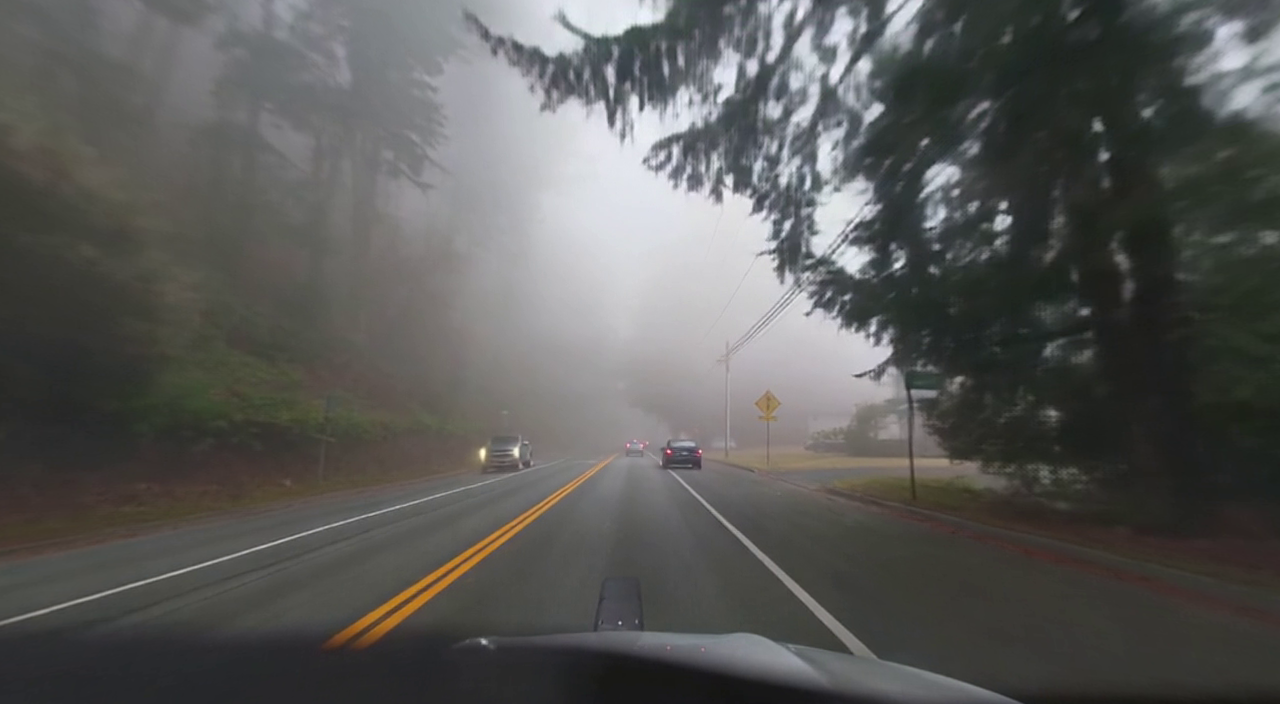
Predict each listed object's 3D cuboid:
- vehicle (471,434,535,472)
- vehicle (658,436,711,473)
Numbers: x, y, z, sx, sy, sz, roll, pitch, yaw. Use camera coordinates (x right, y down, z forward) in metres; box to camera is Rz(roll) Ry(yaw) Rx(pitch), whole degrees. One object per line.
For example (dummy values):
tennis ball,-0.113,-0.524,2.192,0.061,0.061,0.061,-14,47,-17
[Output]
vehicle,-7.133,5.342,33.412,2.352,1.857,4.690,0,-8,0
vehicle,1.892,4.517,27.890,1.975,1.497,3.647,0,-8,-2
